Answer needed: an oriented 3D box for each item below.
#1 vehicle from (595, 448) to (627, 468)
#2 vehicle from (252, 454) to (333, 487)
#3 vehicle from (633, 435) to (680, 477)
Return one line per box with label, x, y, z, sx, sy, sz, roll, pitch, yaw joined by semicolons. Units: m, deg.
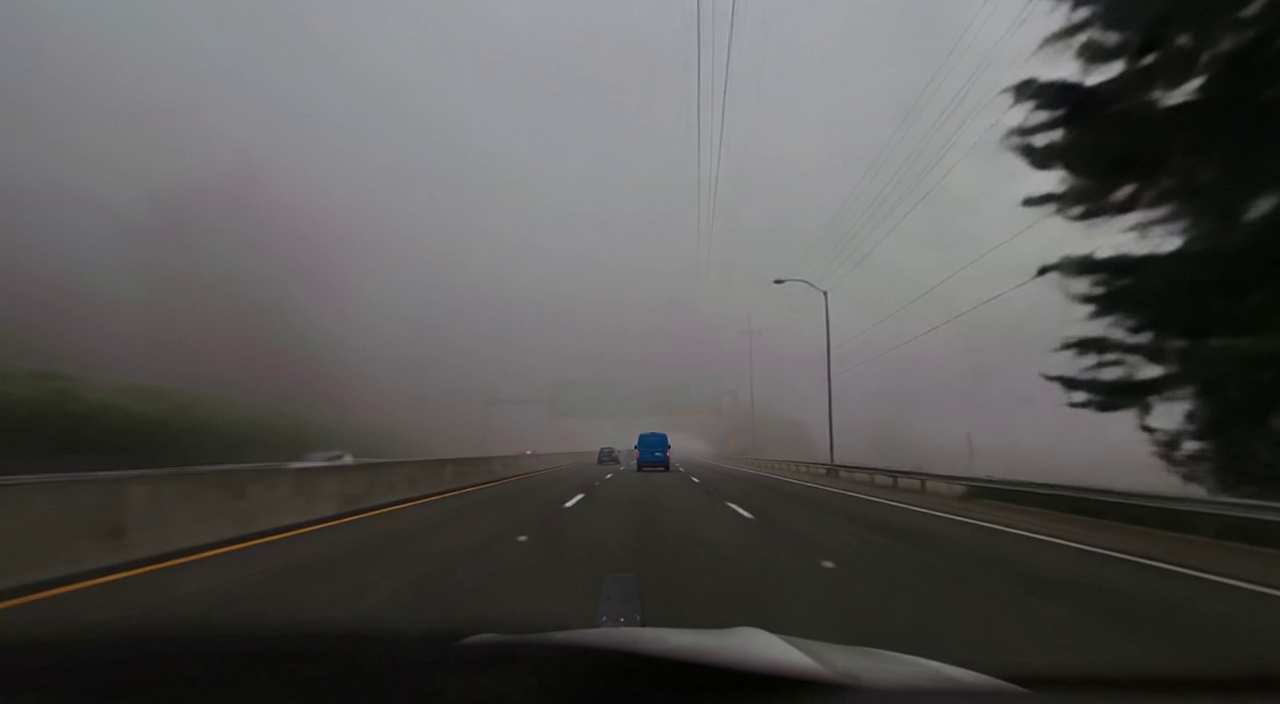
vehicle;-2.185;8.087;48.041;1.996;1.433;4.316;-1;-9;3
vehicle;-17.347;5.904;31.710;1.673;1.469;3.993;-1;-9;2
vehicle;0.865;5.397;32.785;2.261;1.969;5.104;-1;-9;2
